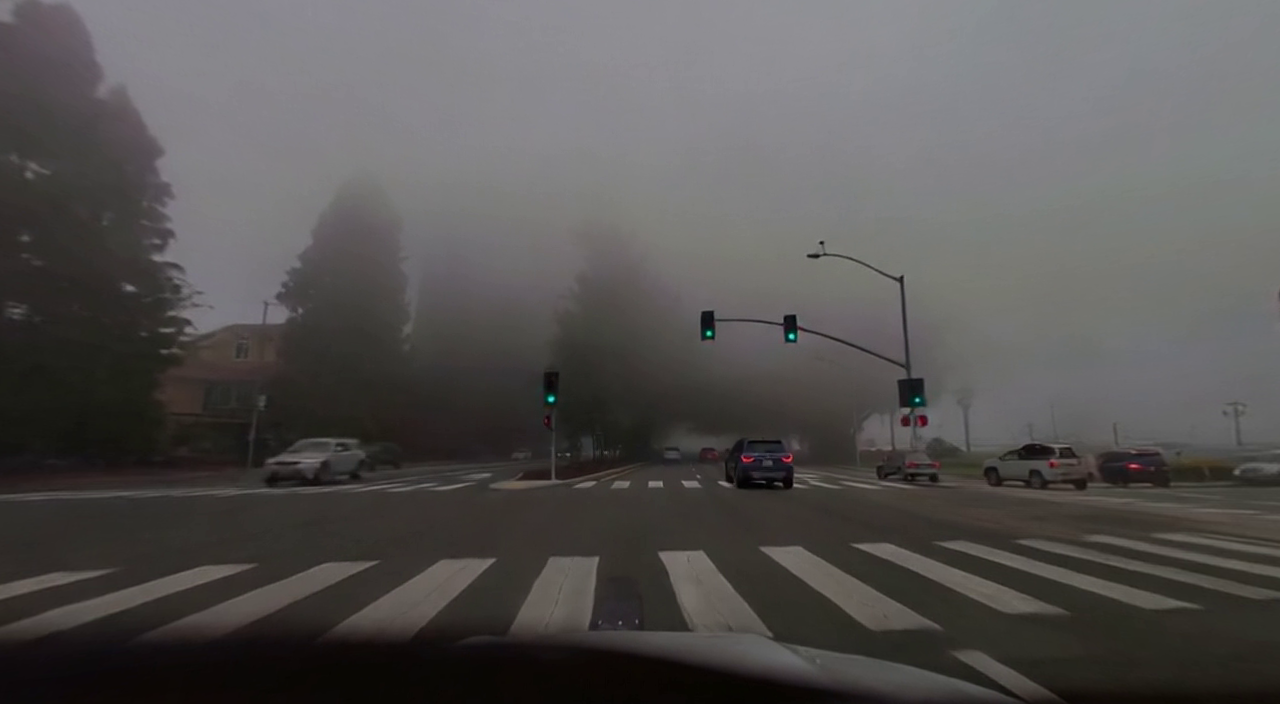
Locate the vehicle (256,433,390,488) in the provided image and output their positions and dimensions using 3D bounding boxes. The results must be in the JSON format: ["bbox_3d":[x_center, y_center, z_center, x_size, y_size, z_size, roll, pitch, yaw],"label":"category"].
[{"bbox_3d":[-11.323,3.907,23.071,2.155,1.768,4.904,-1,-9,2],"label":"vehicle"}]

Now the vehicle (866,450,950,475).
[{"bbox_3d":[16.724,6.893,39.734,2.040,1.472,4.846,3,-9,-21],"label":"vehicle"}]

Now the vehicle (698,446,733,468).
[{"bbox_3d":[5.180,7.245,43.758,2.064,1.474,4.389,0,-9,2],"label":"vehicle"}]

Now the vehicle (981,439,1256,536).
[{"bbox_3d":[8.571,2.425,11.933,1.949,1.492,4.103,0,-9,0],"label":"vehicle"}]

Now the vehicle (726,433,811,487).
[{"bbox_3d":[4.657,4.002,23.680,2.209,1.813,4.724,0,-9,1],"label":"vehicle"}]
